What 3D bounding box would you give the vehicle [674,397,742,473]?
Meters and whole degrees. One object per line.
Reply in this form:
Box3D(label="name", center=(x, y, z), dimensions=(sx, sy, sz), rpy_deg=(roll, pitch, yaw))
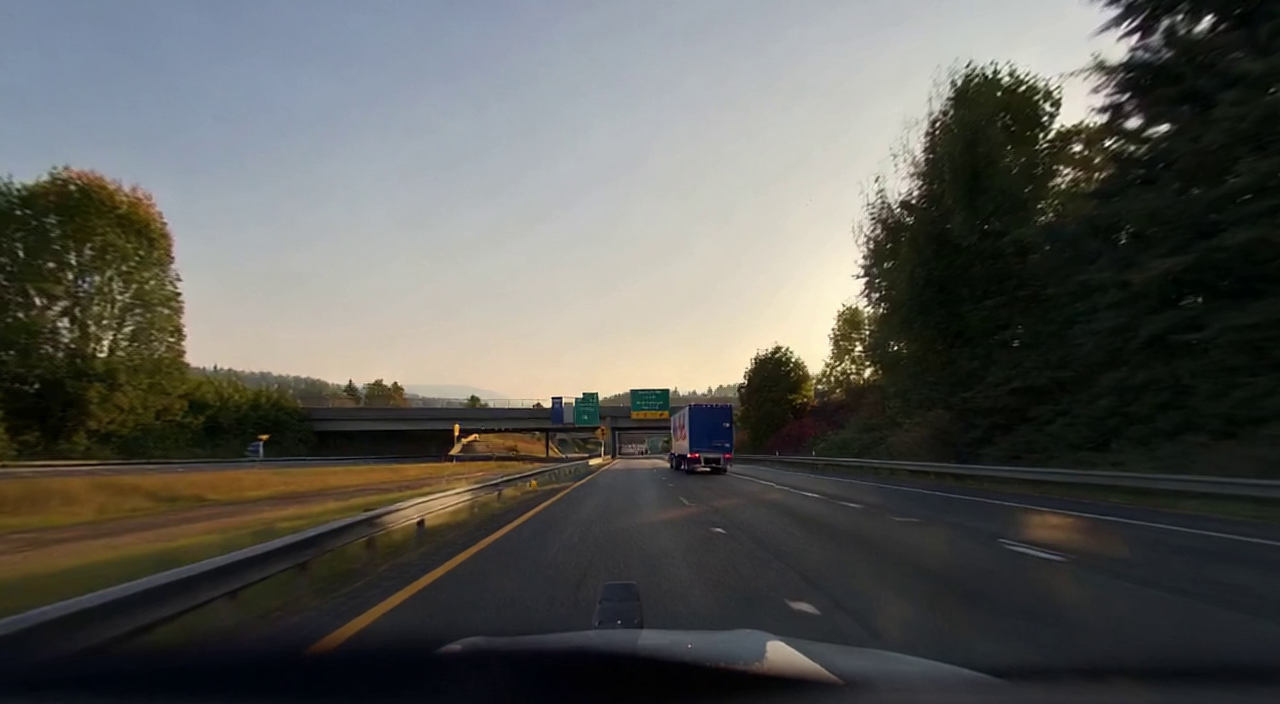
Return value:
Box3D(label="vehicle", center=(3.893, 5.091, 37.974), dimensions=(2.879, 4.075, 8.126), rpy_deg=(0, -9, -2))
